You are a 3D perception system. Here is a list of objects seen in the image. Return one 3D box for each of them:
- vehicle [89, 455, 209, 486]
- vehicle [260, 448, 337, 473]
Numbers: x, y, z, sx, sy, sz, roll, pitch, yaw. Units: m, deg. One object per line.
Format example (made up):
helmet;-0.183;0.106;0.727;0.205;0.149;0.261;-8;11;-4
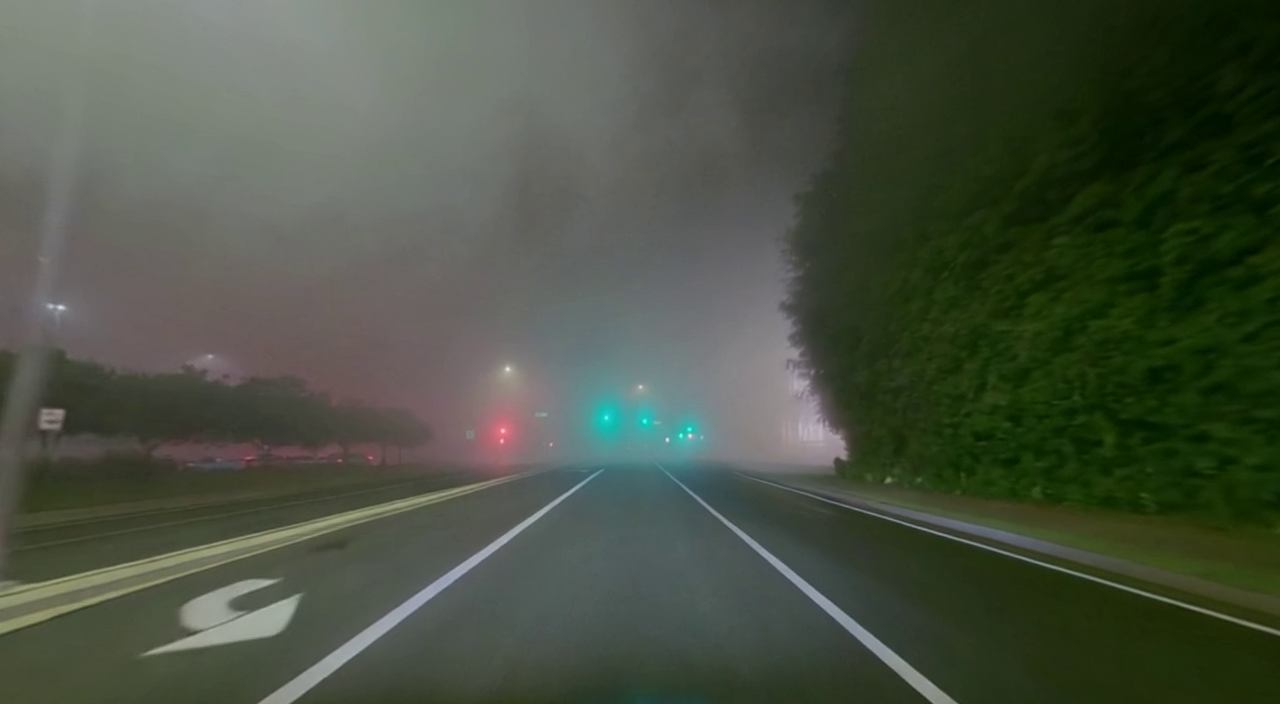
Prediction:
vehicle;-25.031;6.025;32.293;4.417;1.460;2.076;0;-8;2
vehicle;-24.609;7.819;45.708;4.377;1.668;1.977;1;-9;-6
